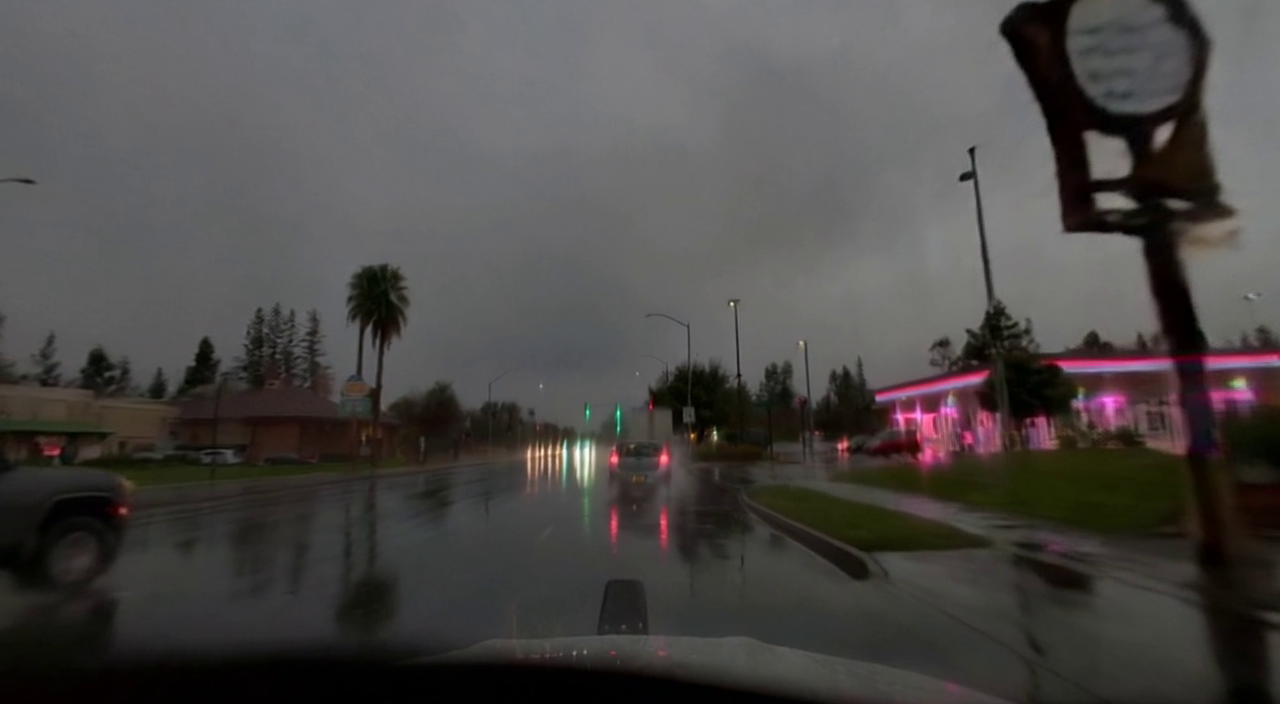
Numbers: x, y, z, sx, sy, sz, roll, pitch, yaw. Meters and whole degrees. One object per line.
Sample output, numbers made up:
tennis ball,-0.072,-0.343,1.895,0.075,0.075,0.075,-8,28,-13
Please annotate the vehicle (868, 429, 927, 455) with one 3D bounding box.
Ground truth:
vehicle,17.398,6.139,42.610,2.009,1.630,4.436,0,-9,-2

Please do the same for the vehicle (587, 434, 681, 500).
vehicle,-0.095,2.974,16.656,2.145,1.483,4.453,0,-9,1

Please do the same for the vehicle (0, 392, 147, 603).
vehicle,-6.287,1.064,4.346,2.057,1.705,4.394,0,-9,1

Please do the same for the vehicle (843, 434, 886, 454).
vehicle,17.225,7.116,48.391,1.902,1.502,4.395,0,-9,3
